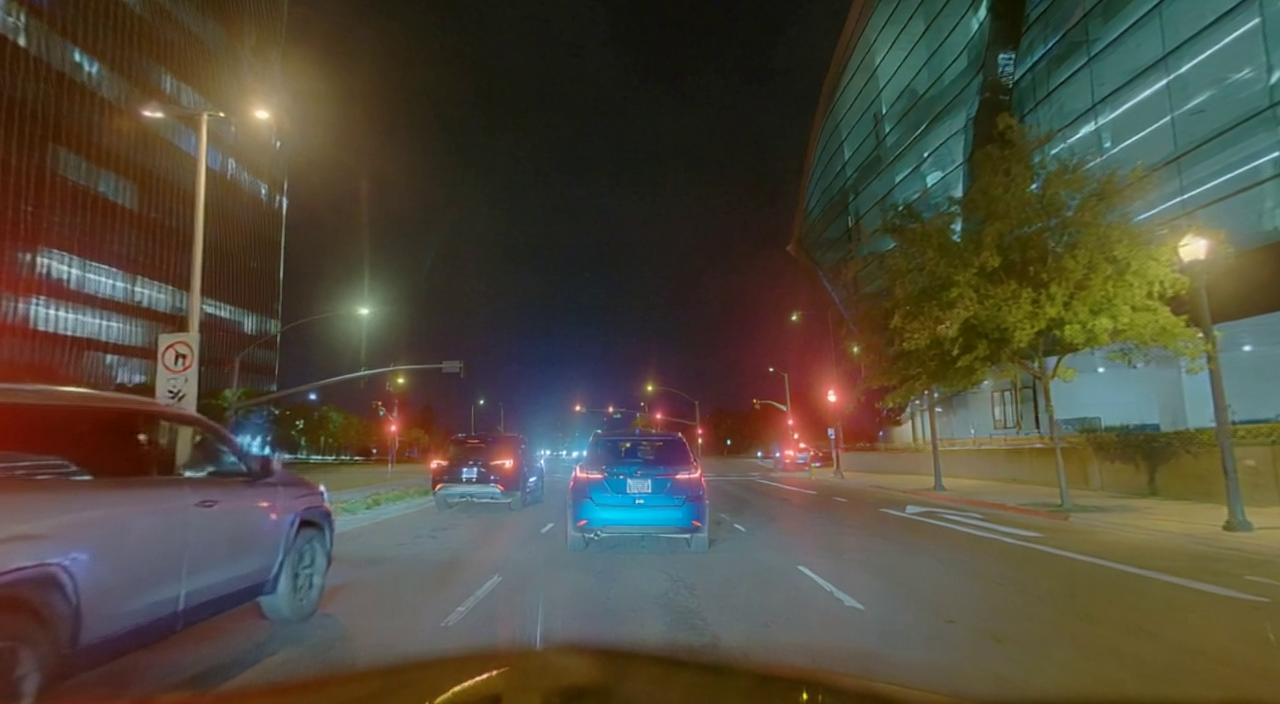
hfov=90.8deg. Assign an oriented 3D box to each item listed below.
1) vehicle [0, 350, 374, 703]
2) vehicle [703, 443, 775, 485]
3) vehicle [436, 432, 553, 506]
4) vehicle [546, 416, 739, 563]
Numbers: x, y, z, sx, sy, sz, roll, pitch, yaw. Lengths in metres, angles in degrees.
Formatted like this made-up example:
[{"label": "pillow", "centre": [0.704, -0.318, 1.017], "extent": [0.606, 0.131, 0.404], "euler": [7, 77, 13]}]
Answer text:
[{"label": "vehicle", "centre": [-3.574, 1.020, 3.678], "extent": [2.083, 1.691, 4.398], "euler": [0, -8, 1]}, {"label": "vehicle", "centre": [3.713, 4.267, 24.448], "extent": [2.082, 1.445, 4.426], "euler": [0, -8, 0]}, {"label": "vehicle", "centre": [-3.621, 2.992, 16.594], "extent": [2.068, 1.678, 4.199], "euler": [0, -8, 0]}, {"label": "vehicle", "centre": [0.011, 1.888, 9.398], "extent": [2.207, 1.659, 4.155], "euler": [0, -8, 0]}]
